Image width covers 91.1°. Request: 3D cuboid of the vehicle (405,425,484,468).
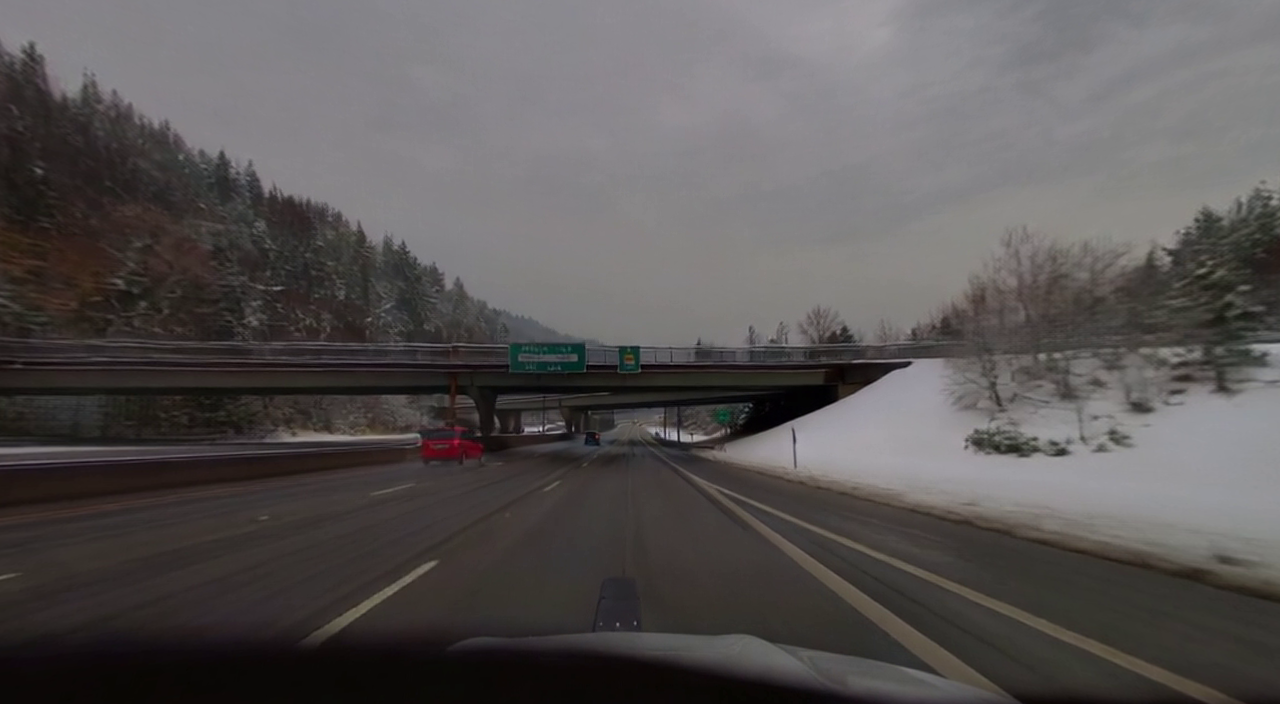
[{"bbox_3d":[-8.321,4.054,27.261,1.987,1.677,4.580,0,-8,0],"label":"vehicle"}]
